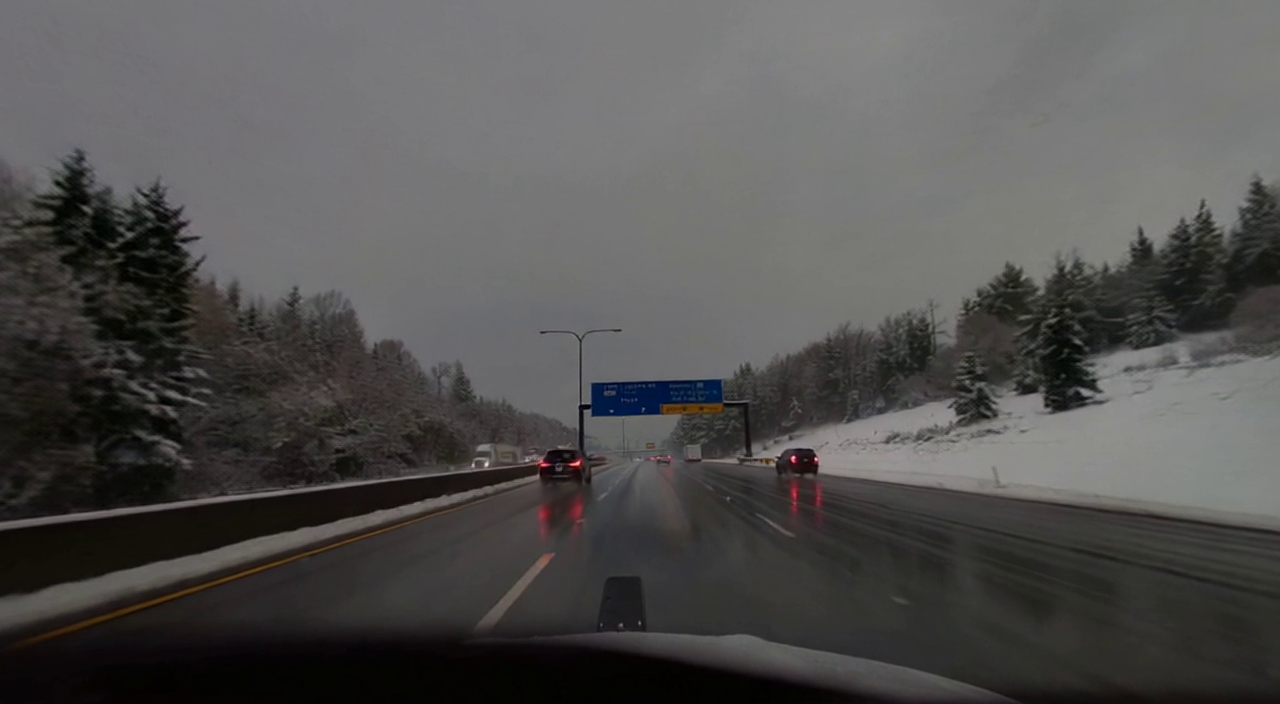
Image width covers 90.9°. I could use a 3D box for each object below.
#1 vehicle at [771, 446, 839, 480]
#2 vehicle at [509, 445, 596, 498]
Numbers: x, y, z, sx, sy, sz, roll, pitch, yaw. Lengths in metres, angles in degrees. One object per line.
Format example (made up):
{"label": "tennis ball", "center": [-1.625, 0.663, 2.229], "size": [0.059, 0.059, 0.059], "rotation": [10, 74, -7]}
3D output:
{"label": "vehicle", "center": [7.771, 5.270, 30.101], "size": [1.943, 1.493, 4.507], "rotation": [0, -9, -1]}
{"label": "vehicle", "center": [-2.776, 3.910, 21.075], "size": [2.191, 1.563, 4.318], "rotation": [0, -9, 1]}
